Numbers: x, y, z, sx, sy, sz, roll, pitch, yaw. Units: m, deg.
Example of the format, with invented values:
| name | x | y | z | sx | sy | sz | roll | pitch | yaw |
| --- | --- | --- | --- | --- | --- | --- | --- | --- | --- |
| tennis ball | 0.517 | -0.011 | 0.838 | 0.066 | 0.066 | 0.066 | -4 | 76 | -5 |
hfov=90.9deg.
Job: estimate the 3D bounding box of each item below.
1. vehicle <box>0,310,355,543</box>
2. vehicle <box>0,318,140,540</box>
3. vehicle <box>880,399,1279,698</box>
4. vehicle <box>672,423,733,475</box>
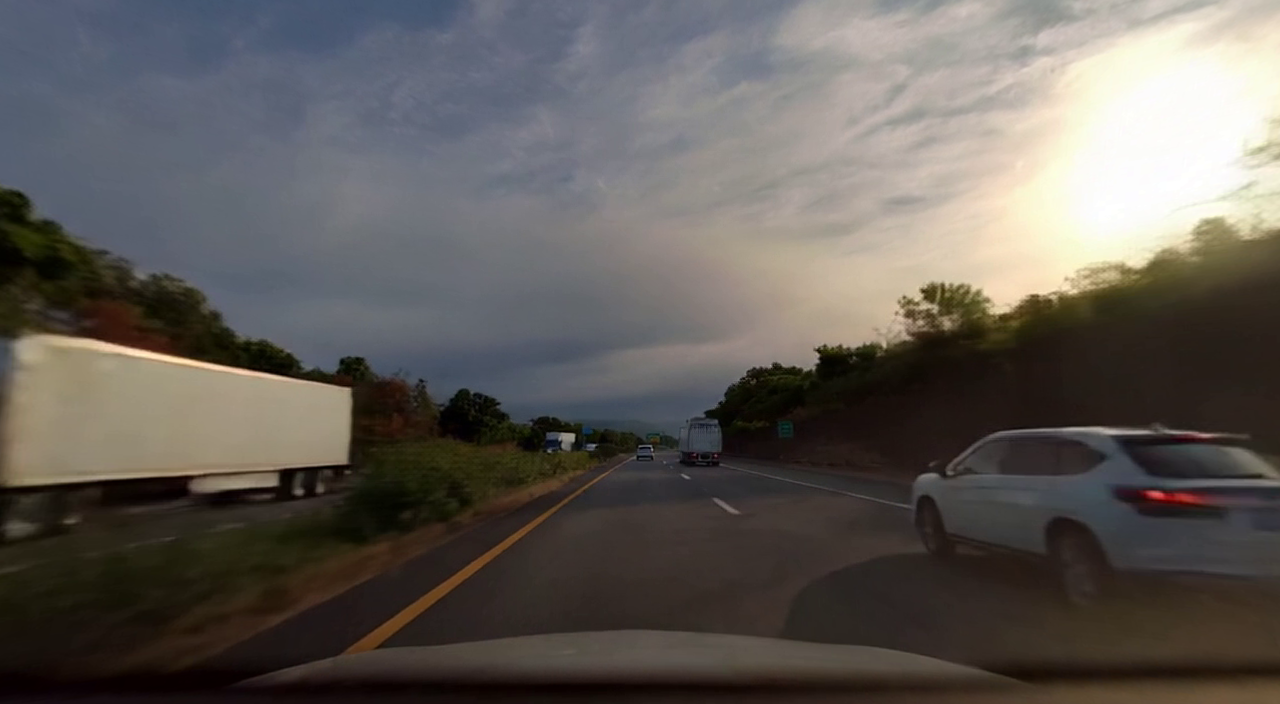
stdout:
| name | x | y | z | sx | sy | sz | roll | pitch | yaw |
| --- | --- | --- | --- | --- | --- | --- | --- | --- | --- |
| vehicle | -13.146 | 2.382 | 18.057 | 3.320 | 4.162 | 14.099 | 0 | -9 | 0 |
| vehicle | -13.124 | 1.409 | 11.492 | 2.915 | 4.016 | 5.822 | 0 | -9 | 1 |
| vehicle | 3.836 | 1.316 | 5.302 | 2.043 | 1.542 | 3.881 | 0 | -9 | -1 |
| vehicle | 3.196 | 5.122 | 33.464 | 2.423 | 2.517 | 5.055 | 0 | -9 | -3 |
